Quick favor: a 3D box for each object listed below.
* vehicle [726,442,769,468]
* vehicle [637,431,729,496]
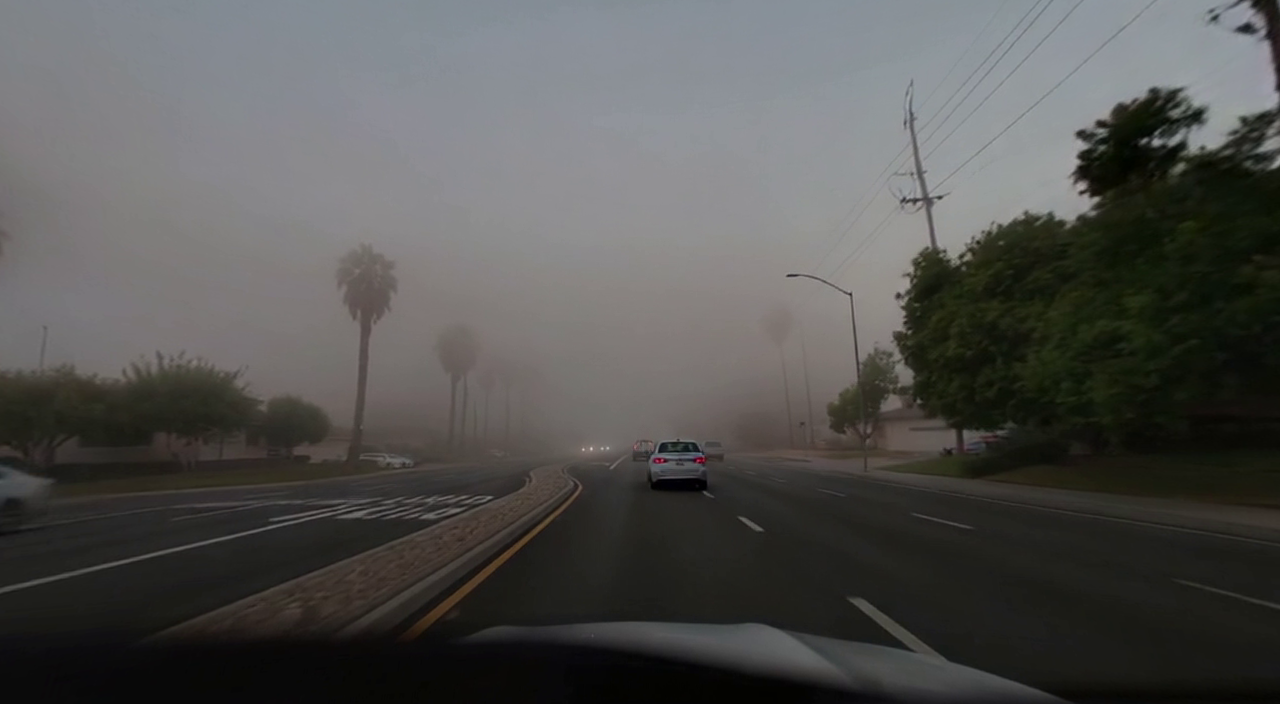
[{"bbox_3d":[6.662,6.434,39.501,1.897,1.477,4.360,0,-9,-1],"label":"vehicle"},{"bbox_3d":[1.119,3.265,18.788,2.289,1.679,4.180,0,-9,-2],"label":"vehicle"}]
